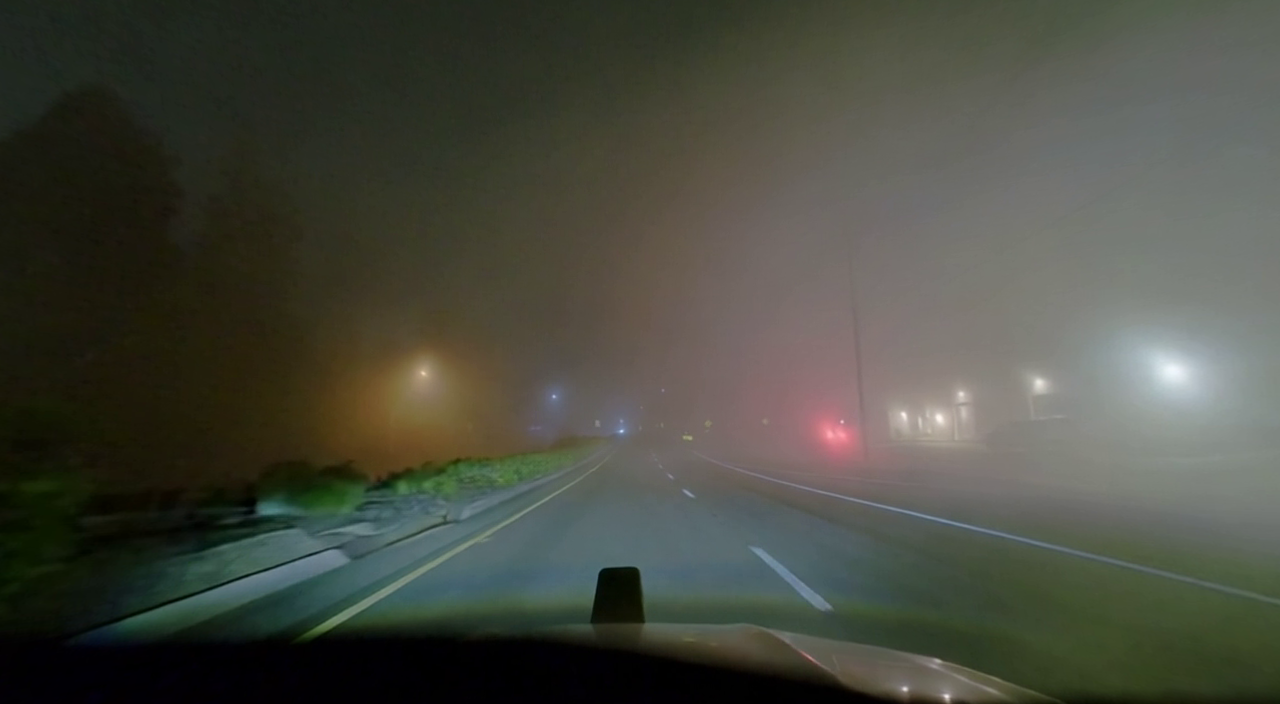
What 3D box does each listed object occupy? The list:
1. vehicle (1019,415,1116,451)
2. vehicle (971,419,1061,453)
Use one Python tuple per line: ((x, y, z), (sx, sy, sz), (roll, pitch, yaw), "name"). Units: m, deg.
((26.237, 5.072, 39.054), (2.212, 2.073, 5.220), (0, -8, -1), "vehicle")
((23.114, 5.262, 39.136), (2.206, 1.947, 5.463), (0, -8, 0), "vehicle")
